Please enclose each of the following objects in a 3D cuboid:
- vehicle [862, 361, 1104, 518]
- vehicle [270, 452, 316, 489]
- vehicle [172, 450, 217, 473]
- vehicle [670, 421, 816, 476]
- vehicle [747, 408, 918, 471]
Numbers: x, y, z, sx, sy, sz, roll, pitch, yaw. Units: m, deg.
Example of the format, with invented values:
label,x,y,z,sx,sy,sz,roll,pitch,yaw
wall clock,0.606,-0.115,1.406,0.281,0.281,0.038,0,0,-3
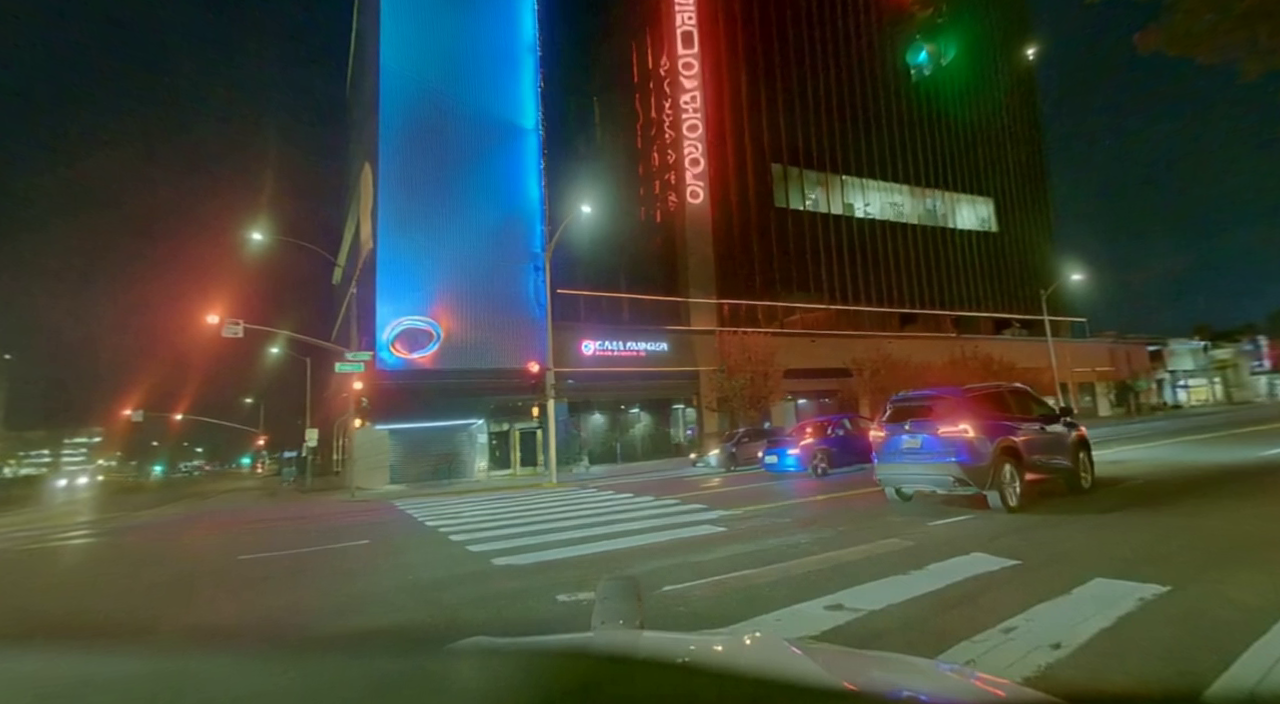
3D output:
label,x,y,z,sx,sy,sz,roll,pitch,yaw
vehicle,5.083,1.263,9.097,2.023,1.702,4.152,-8,-11,41
vehicle,-17.571,5.942,31.884,1.920,1.605,4.091,0,-9,-30
vehicle,-31.331,7.673,44.558,2.097,1.508,4.202,4,-10,-29
vehicle,3.163,2.923,19.275,4.021,1.508,1.989,5,-10,-31
vehicle,5.273,2.374,17.196,4.504,1.507,1.857,5,-10,-31
